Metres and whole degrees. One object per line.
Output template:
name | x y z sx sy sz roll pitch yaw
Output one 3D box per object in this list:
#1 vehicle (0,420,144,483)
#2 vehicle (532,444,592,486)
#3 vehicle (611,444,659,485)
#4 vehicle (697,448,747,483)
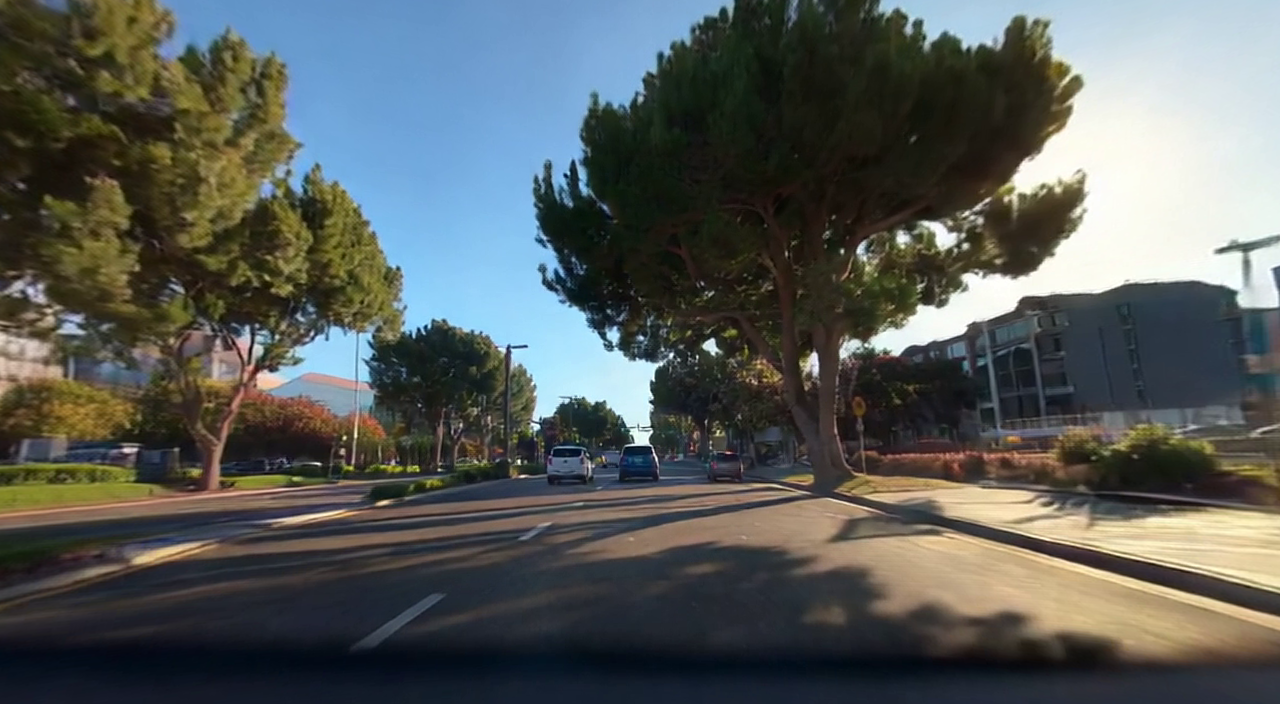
vehicle | -32.120 5.359 33.881 2.768 3.022 9.215 -1 -10 5
vehicle | -3.410 5.023 28.446 2.047 1.710 4.314 0 -8 2
vehicle | -0.163 5.001 28.337 2.022 1.700 4.084 0 -8 1
vehicle | 3.903 5.468 30.618 1.847 1.554 4.052 0 -8 -1
